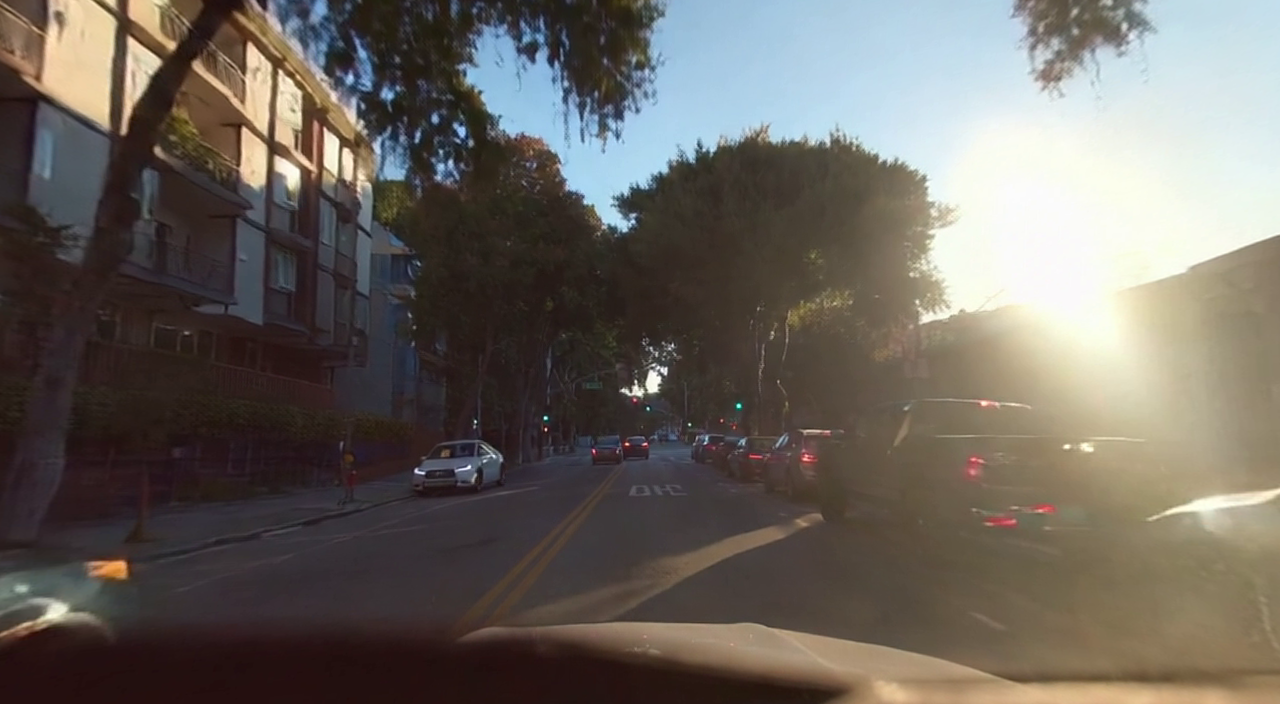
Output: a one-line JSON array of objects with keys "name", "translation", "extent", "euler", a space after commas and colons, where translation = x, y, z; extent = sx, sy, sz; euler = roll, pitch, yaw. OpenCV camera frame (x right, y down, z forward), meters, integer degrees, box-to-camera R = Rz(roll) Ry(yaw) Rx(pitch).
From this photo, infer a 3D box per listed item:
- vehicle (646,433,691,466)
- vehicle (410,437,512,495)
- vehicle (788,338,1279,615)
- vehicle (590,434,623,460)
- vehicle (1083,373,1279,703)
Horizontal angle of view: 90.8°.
[{"name": "vehicle", "translation": [1.566, 5.172, 33.672], "extent": [2.111, 1.619, 4.077], "euler": [-1, -8, 7]}, {"name": "vehicle", "translation": [-5.913, 3.803, 21.499], "extent": [2.013, 1.772, 4.439], "euler": [0, -8, 2]}, {"name": "vehicle", "translation": [3.649, 1.324, 7.601], "extent": [2.356, 2.043, 5.791], "euler": [0, -8, 0]}, {"name": "vehicle", "translation": [-2.290, 6.628, 44.185], "extent": [1.979, 1.723, 3.849], "euler": [0, -8, 1]}, {"name": "vehicle", "translation": [3.936, 0.779, 2.073], "extent": [1.871, 1.603, 4.161], "euler": [0, -8, -1]}]
